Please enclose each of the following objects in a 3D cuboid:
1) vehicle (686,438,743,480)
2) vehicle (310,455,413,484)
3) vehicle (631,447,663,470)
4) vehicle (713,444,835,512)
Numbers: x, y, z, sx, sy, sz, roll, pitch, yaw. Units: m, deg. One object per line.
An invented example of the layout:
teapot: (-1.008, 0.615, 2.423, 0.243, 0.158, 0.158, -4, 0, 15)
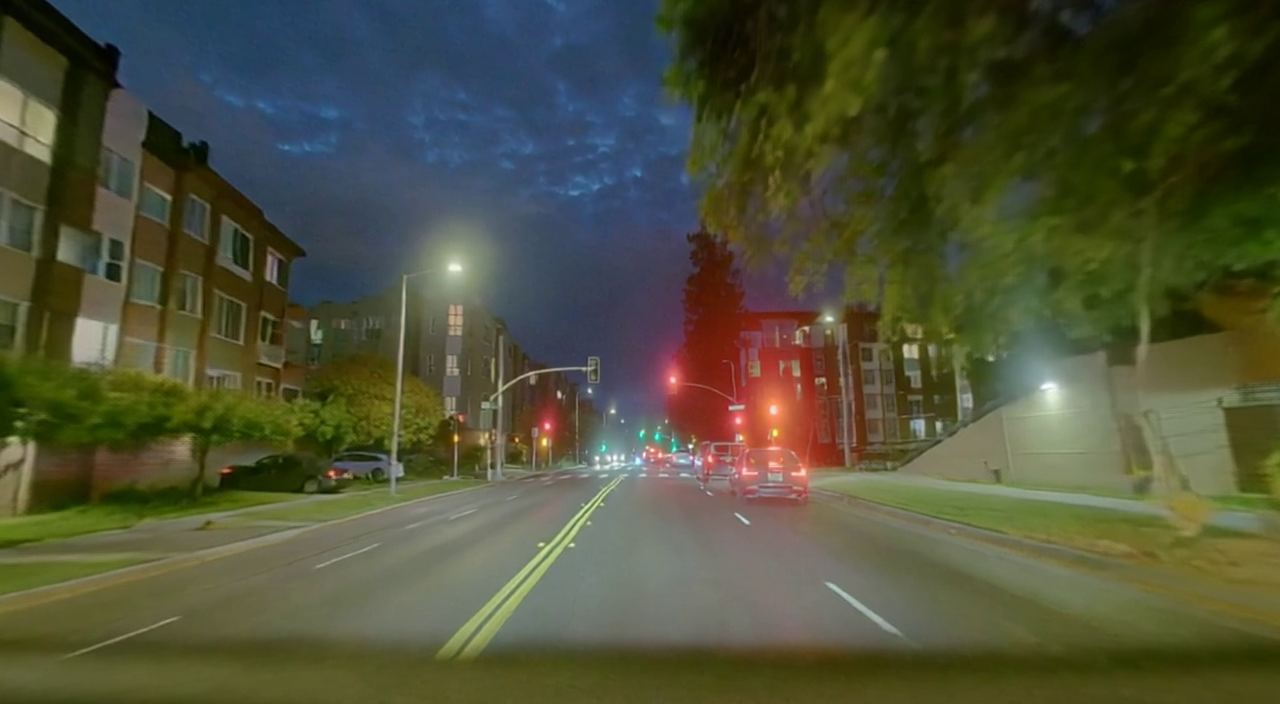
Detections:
vehicle: (3.535, 5.139, 30.650, 2.199, 1.872, 4.513, 0, -8, 0)
vehicle: (-15.202, 6.413, 34.547, 4.727, 1.483, 2.002, -1, -8, 3)
vehicle: (0.460, 7.404, 44.051, 2.097, 1.463, 4.043, 0, -8, -1)
vehicle: (3.254, 3.147, 16.398, 2.078, 1.488, 4.741, 0, -8, -1)
